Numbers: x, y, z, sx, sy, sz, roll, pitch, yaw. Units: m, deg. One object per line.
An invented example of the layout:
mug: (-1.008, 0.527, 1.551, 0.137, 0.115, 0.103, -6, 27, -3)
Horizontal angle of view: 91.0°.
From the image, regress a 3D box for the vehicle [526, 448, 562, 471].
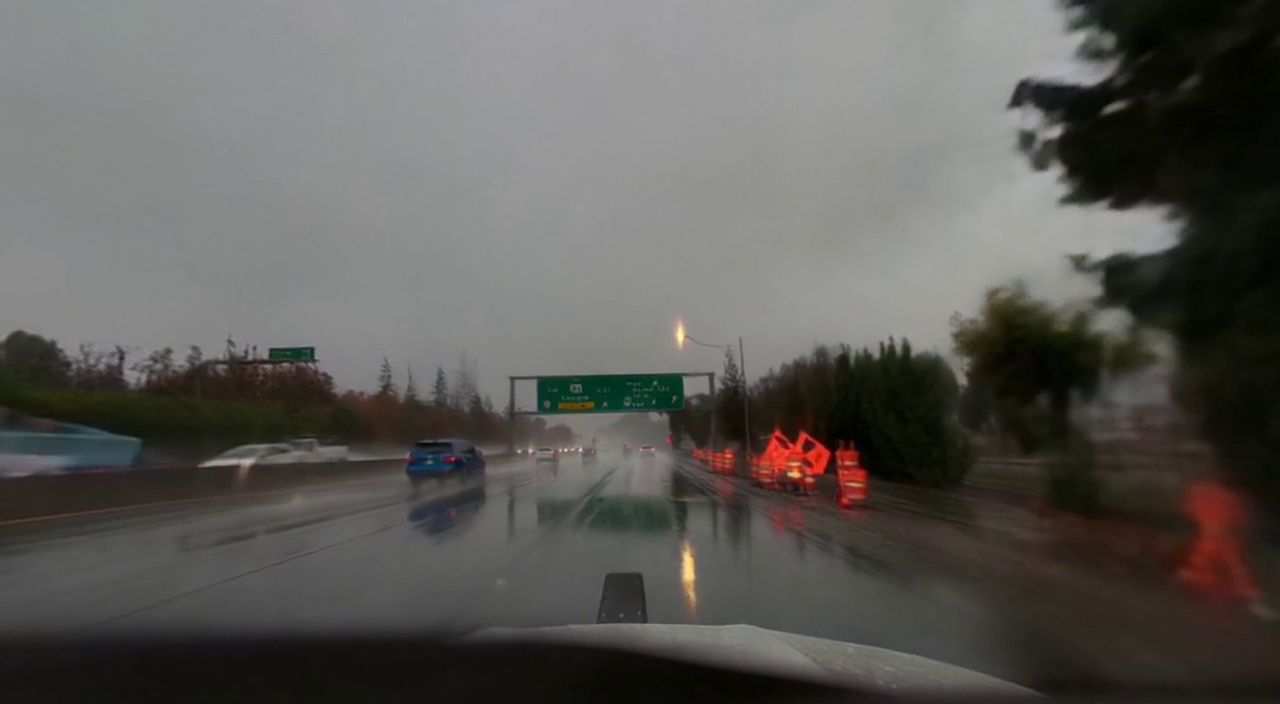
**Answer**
vehicle: (-6.823, 7.665, 45.065, 1.895, 1.506, 4.245, 0, -9, 0)

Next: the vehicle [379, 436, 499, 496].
vehicle: (-6.415, 3.698, 20.784, 2.402, 1.733, 4.512, 0, -9, 1)

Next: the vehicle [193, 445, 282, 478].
vehicle: (-19.152, 5.216, 30.148, 1.680, 1.459, 3.734, -1, -9, 2)

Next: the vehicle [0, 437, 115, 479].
vehicle: (-30.027, 5.038, 30.109, 2.748, 1.866, 8.287, 0, -8, 0)

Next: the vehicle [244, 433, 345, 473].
vehicle: (-22.906, 6.724, 42.203, 2.696, 2.385, 6.852, -1, -9, 2)
